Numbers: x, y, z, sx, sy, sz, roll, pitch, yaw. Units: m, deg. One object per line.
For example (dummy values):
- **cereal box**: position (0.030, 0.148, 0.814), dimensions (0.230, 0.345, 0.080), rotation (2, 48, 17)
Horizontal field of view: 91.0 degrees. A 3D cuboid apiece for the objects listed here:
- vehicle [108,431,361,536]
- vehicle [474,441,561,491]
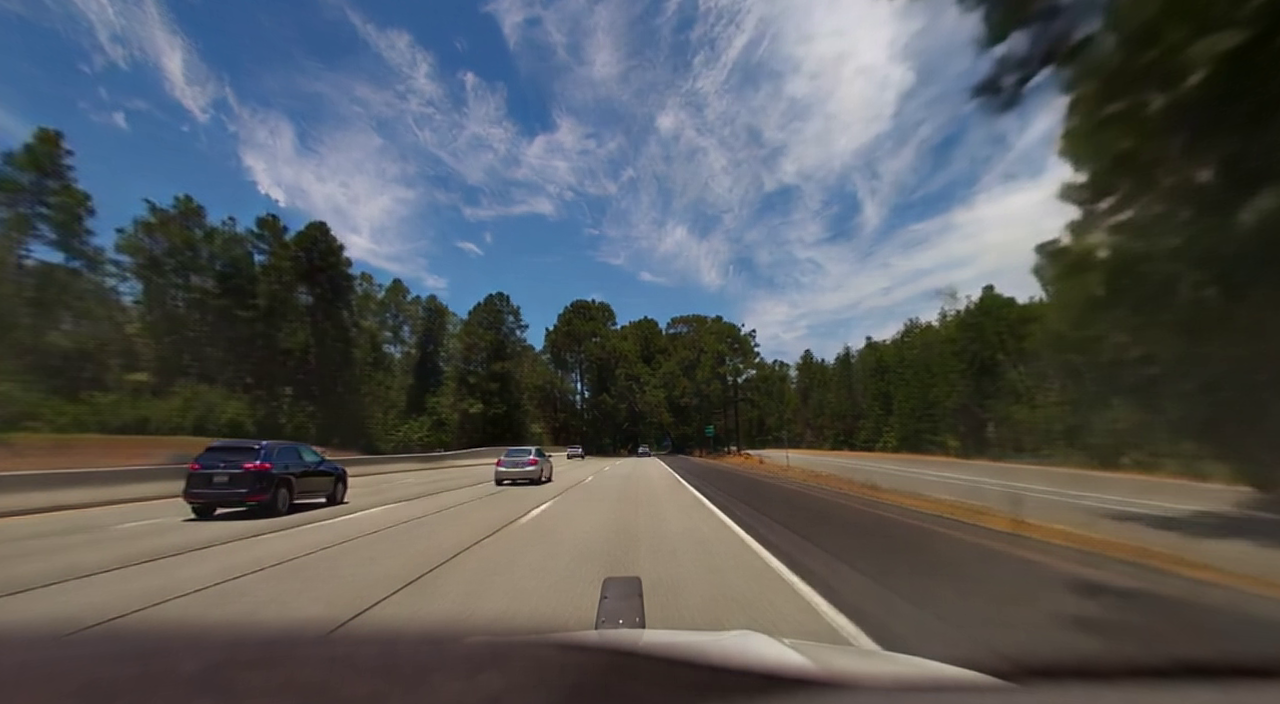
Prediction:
- **vehicle**: position (-7.311, 2.380, 12.012), dimensions (2.007, 1.616, 4.141), rotation (0, -9, 1)
- **vehicle**: position (-4.184, 3.979, 22.331), dimensions (2.104, 1.558, 4.639), rotation (0, -9, 1)
